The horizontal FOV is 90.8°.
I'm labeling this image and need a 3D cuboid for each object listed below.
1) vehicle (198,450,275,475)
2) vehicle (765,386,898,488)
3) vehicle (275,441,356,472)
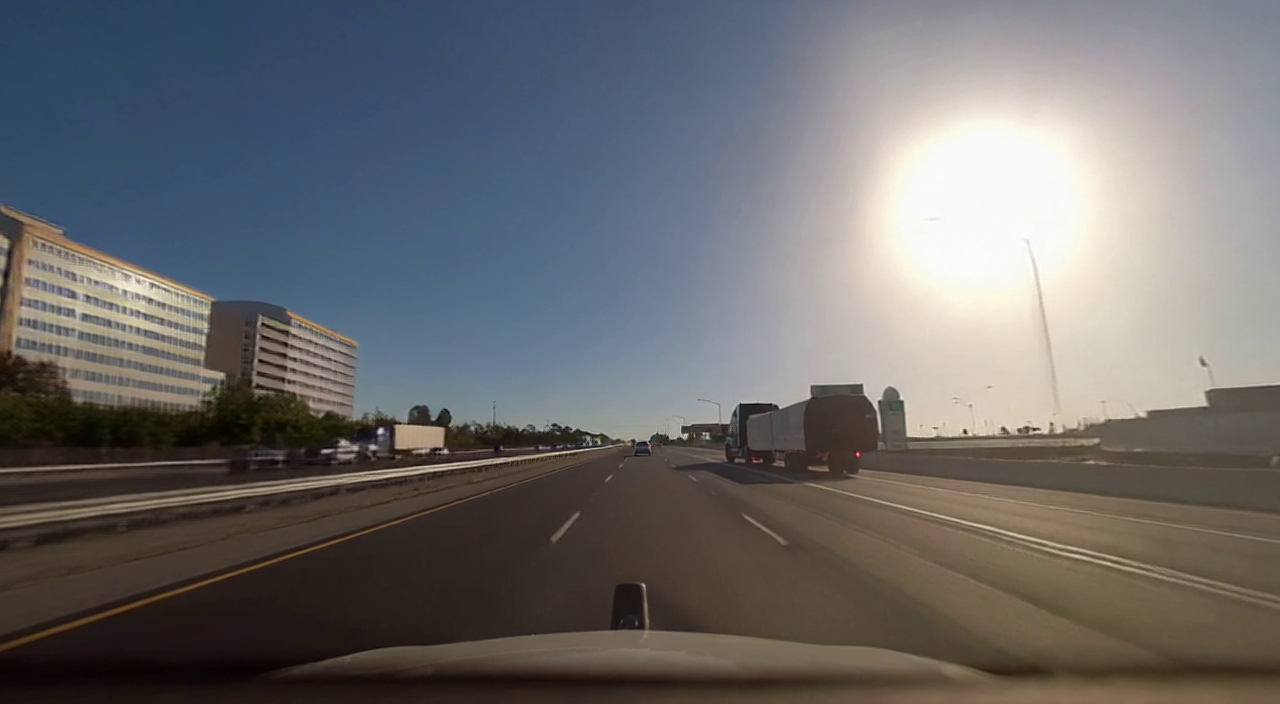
[{"bbox_3d":[-25.597,7.012,40.275,1.857,1.478,4.545,0,-8,1],"label":"vehicle"},{"bbox_3d":[6.845,3.264,24.044,2.793,3.204,7.997,0,-8,2],"label":"vehicle"},{"bbox_3d":[-21.700,6.985,42.561,2.260,1.879,5.773,0,-8,1],"label":"vehicle"}]
